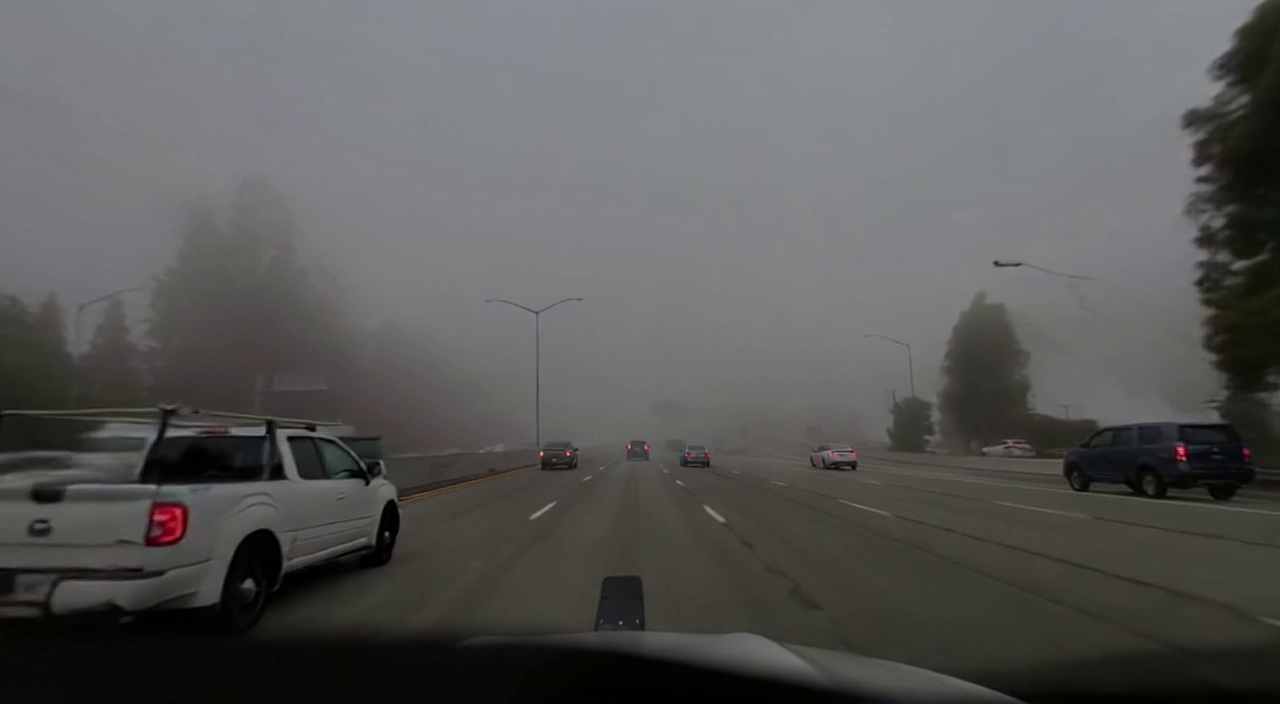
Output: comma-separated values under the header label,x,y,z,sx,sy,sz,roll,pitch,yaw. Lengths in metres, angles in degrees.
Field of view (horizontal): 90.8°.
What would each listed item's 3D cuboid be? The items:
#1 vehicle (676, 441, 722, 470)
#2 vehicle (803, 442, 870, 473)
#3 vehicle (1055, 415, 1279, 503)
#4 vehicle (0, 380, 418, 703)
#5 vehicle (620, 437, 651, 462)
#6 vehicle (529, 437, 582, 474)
label,x,y,z,sx,sy,sz,roll,pitch,yaw
vehicle,3.163,5.635,34.700,2.007,1.469,4.337,0,-8,-2
vehicle,9.555,5.142,31.041,1.910,1.384,3.867,1,-8,-2
vehicle,12.943,2.572,15.559,2.076,1.799,4.871,0,-8,-1
vehicle,-3.617,1.272,5.032,2.119,1.654,4.353,0,-8,0
vehicle,-0.371,7.347,47.663,2.192,1.813,4.864,0,-8,-1
vehicle,-3.987,4.961,30.409,1.992,1.651,4.185,0,-8,0
